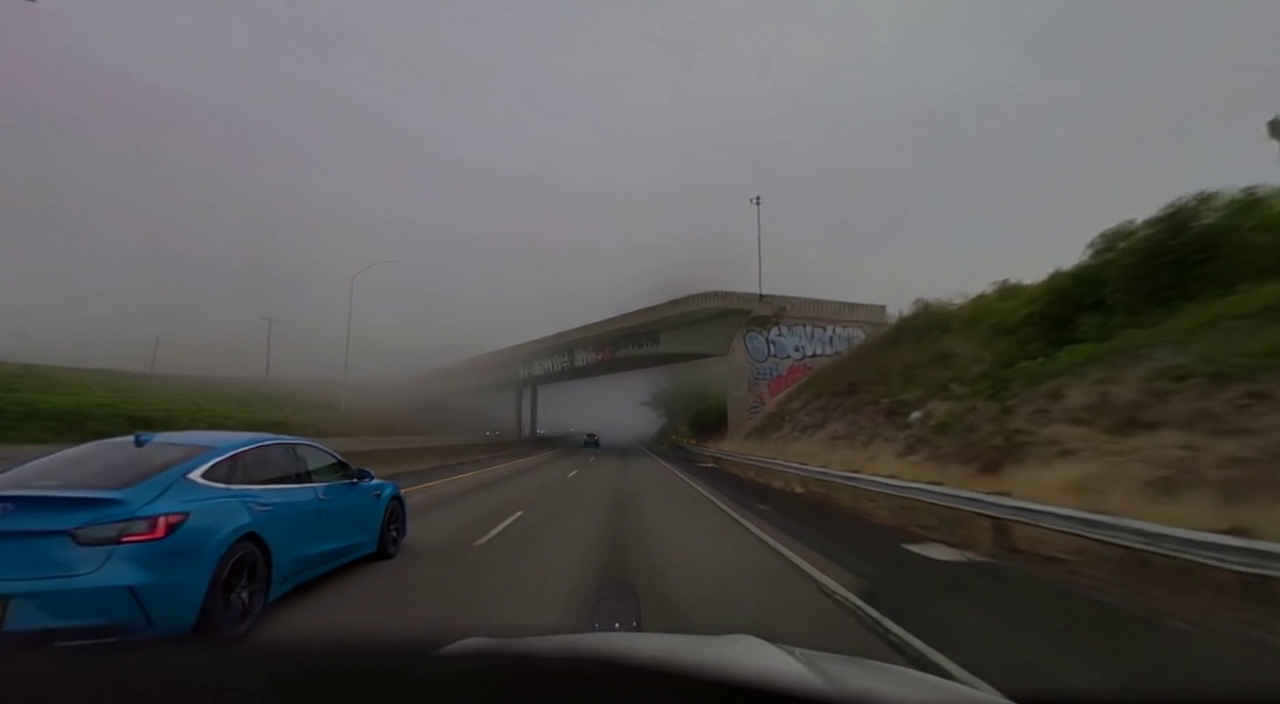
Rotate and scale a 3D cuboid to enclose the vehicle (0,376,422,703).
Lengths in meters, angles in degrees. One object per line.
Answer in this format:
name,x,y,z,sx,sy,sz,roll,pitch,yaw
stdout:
vehicle,-3.477,1.164,4.670,2.108,1.555,4.574,0,-8,-1
